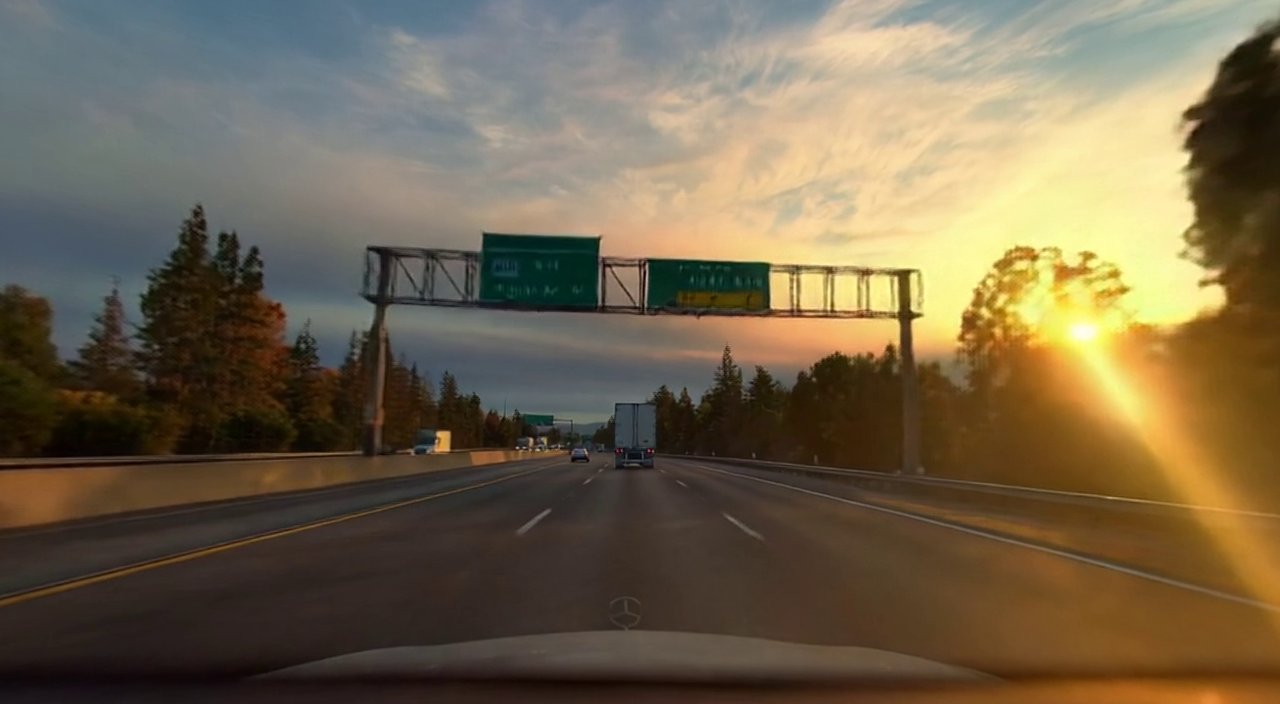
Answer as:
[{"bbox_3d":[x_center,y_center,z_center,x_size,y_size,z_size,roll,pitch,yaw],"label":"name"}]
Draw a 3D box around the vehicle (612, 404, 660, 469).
[{"bbox_3d":[-0.408,5.993,43.952,2.962,3.953,10.696,0,-9,-2],"label":"vehicle"}]
